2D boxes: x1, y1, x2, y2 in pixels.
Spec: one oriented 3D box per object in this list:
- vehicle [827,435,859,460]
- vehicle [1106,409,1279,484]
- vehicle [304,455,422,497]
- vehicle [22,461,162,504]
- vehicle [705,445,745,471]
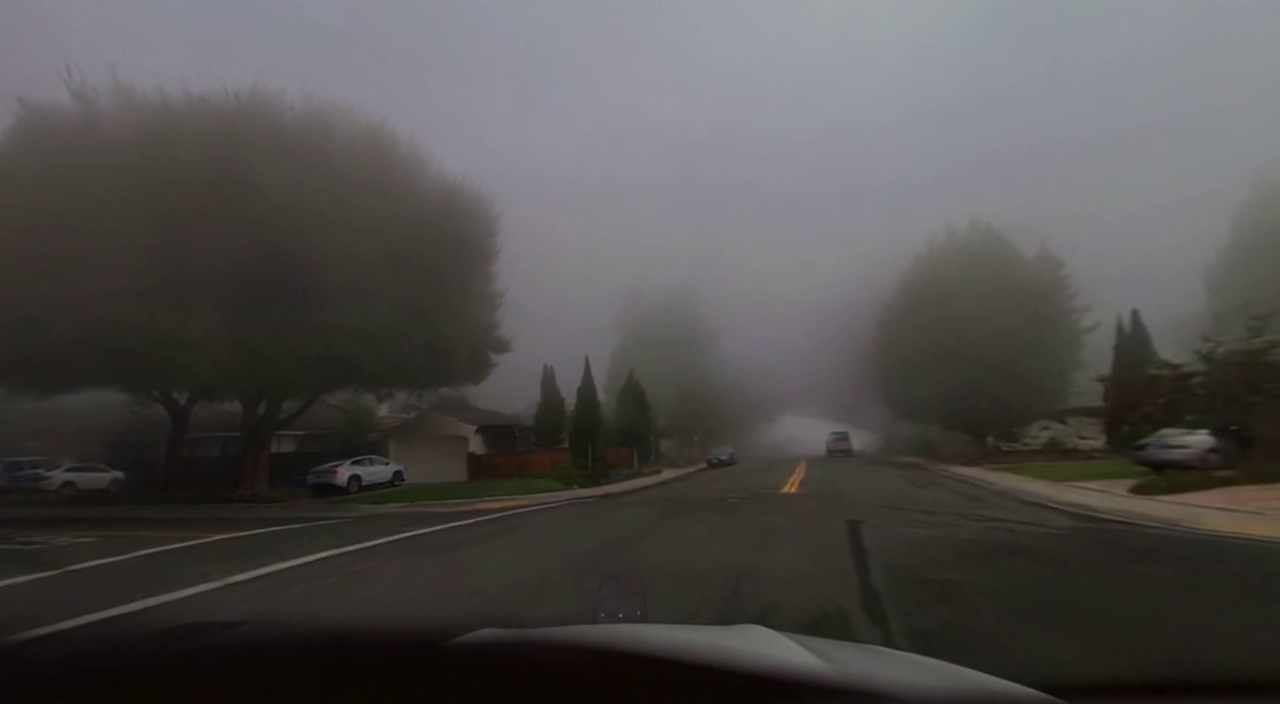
[{"bbox_3d":[15.038,7.116,46.913,2.116,1.711,4.155,-3,-9,16],"label":"vehicle"},{"bbox_3d":[15.397,2.732,18.008,2.130,1.836,4.464,-4,-10,21],"label":"vehicle"},{"bbox_3d":[-11.222,5.037,25.995,1.917,1.499,4.569,-3,-9,16],"label":"vehicle"},{"bbox_3d":[-24.527,5.798,28.492,1.978,1.666,4.230,-3,-9,16],"label":"vehicle"},{"bbox_3d":[5.706,7.010,41.929,2.075,1.551,4.074,-3,-9,15],"label":"vehicle"}]
